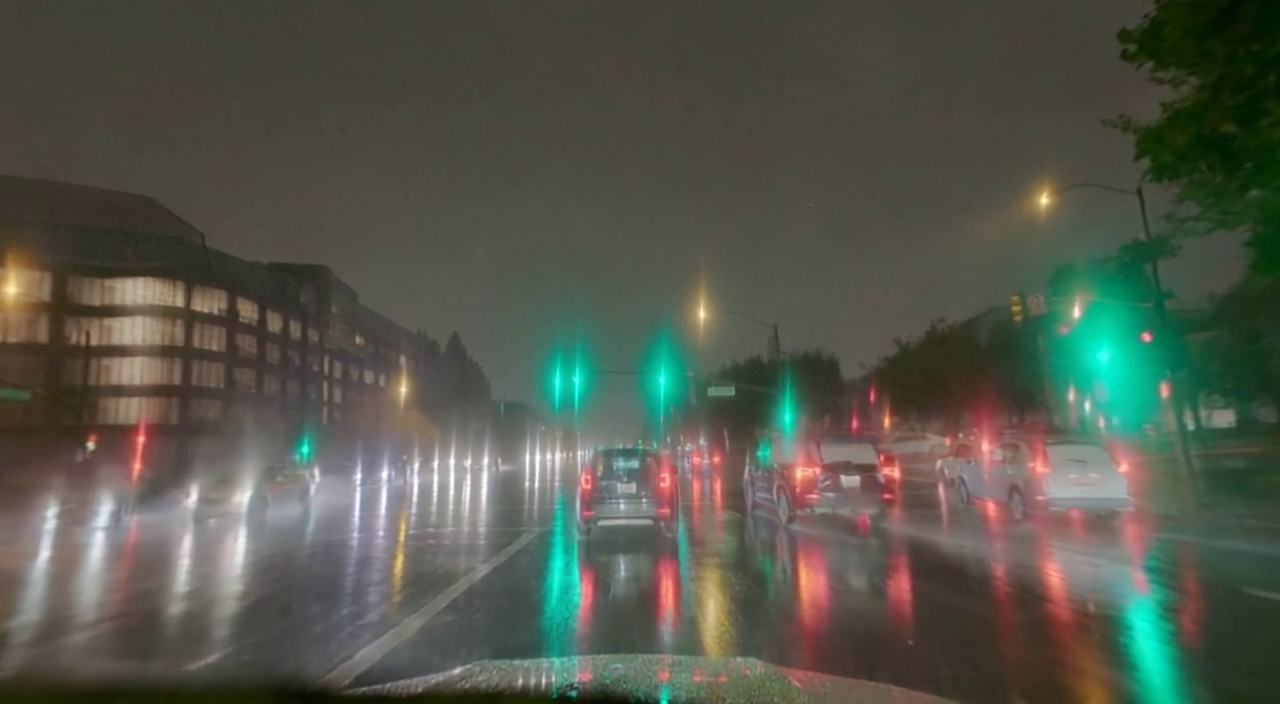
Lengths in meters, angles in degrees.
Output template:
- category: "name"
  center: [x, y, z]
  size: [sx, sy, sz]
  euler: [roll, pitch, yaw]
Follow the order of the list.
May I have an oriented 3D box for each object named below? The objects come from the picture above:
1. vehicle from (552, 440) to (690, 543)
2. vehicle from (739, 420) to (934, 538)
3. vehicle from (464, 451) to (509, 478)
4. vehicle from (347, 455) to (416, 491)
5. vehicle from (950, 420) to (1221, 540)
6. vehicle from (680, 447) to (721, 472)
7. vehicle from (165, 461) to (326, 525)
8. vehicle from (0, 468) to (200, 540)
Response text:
- category: "vehicle"
  center: [-0.294, 2.362, 11.400]
  size: [2.034, 1.500, 3.966]
  euler: [0, -8, -1]
- category: "vehicle"
  center: [3.371, 2.285, 11.996]
  size: [2.107, 1.773, 4.557]
  euler: [0, -9, -2]
- category: "vehicle"
  center: [-11.064, 8.124, 45.993]
  size: [2.078, 1.795, 4.636]
  euler: [0, -8, 1]
- category: "vehicle"
  center: [-14.758, 6.906, 36.370]
  size: [1.908, 1.797, 4.620]
  euler: [0, -8, 1]
- category: "vehicle"
  center: [7.671, 2.224, 11.595]
  size: [2.039, 1.760, 4.319]
  euler: [-1, -9, 5]
- category: "vehicle"
  center: [3.753, 6.775, 40.110]
  size: [2.123, 1.455, 4.318]
  euler: [0, -8, -1]
- category: "vehicle"
  center: [-11.597, 4.147, 19.027]
  size: [1.992, 1.562, 4.361]
  euler: [0, -9, 1]
- category: "vehicle"
  center: [-14.943, 4.157, 17.780]
  size: [1.907, 1.592, 4.373]
  euler: [0, -9, 1]
